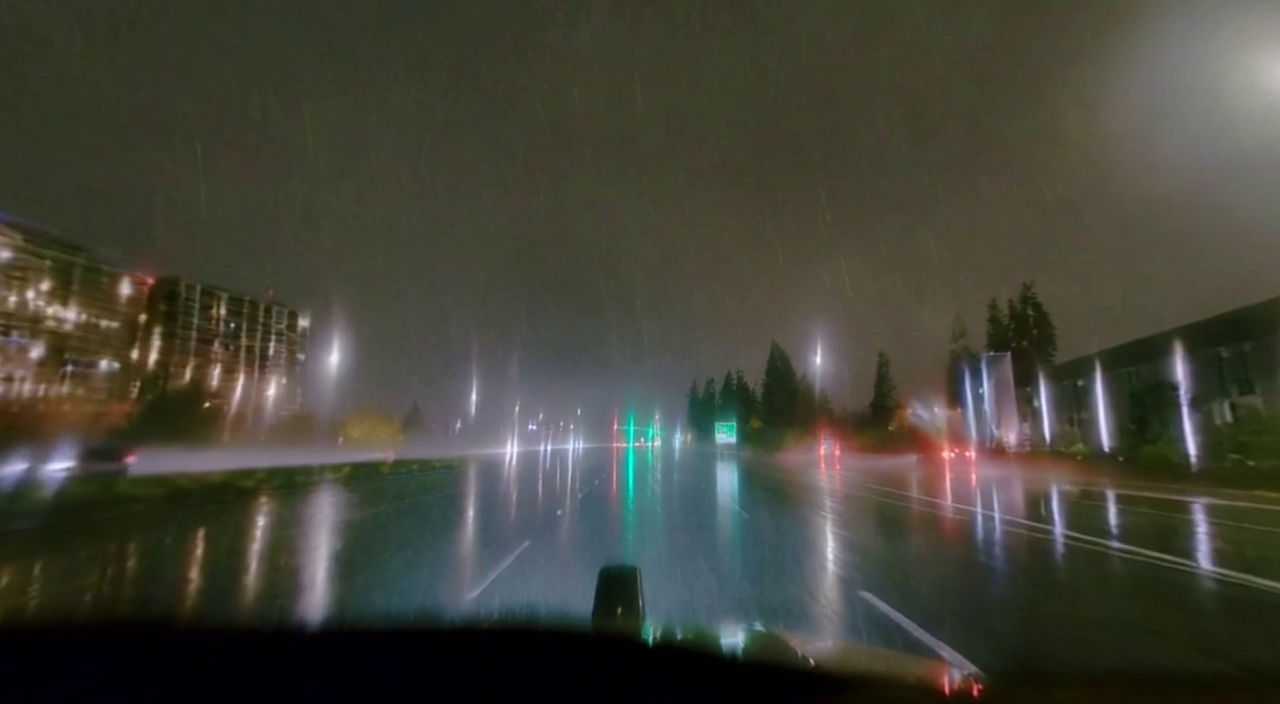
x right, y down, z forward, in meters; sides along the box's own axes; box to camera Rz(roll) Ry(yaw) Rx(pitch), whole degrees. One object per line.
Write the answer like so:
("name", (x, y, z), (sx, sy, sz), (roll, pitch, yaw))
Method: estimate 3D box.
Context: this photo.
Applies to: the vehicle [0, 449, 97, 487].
("vehicle", (-27.336, 5.097, 28.053), (1.927, 1.517, 4.739), (0, -9, 2))
